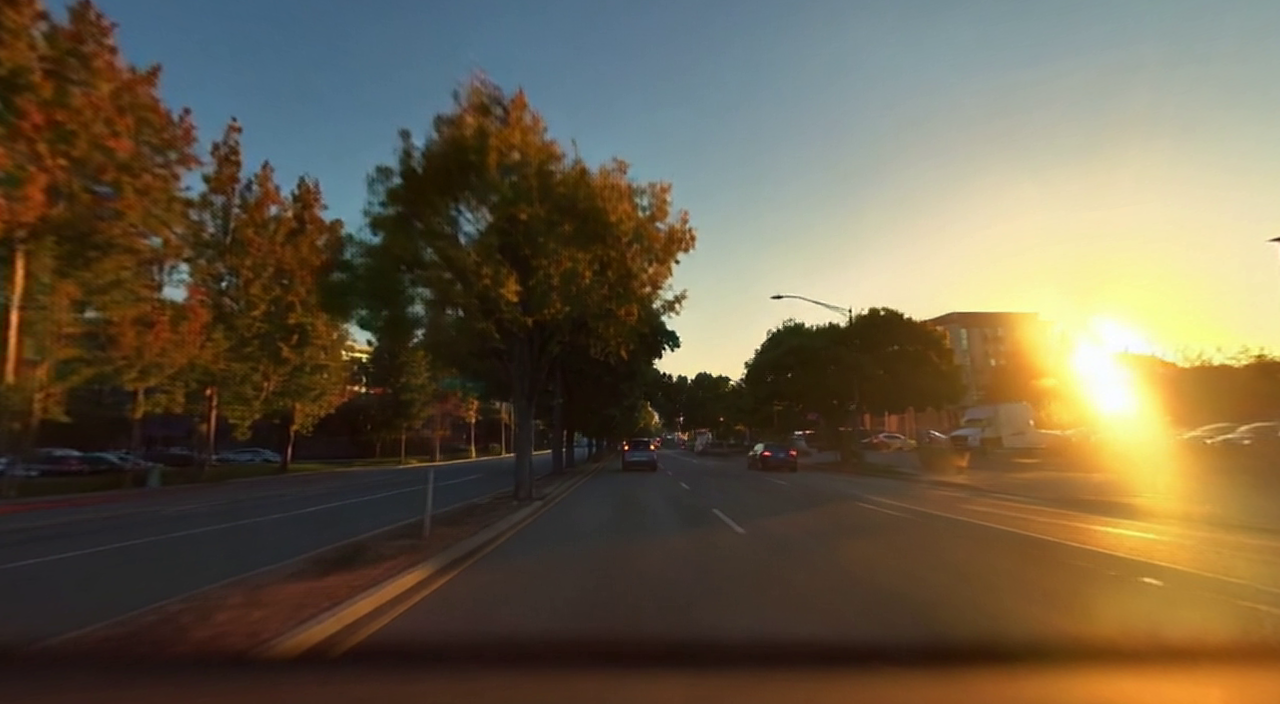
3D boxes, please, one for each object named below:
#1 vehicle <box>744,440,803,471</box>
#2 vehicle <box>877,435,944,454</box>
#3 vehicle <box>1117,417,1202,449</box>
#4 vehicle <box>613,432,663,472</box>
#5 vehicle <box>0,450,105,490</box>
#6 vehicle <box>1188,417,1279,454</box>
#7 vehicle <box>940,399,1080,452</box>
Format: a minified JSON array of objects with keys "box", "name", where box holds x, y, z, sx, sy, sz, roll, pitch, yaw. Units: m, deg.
[{"box":[7.004,5.477,33.652,2.029,1.548,4.422,0,-8,-2],"name":"vehicle"},{"box":[20.938,7.147,49.003,4.249,1.420,2.039,0,-8,-1],"name":"vehicle"},{"box":[36.664,5.758,44.793,2.004,2.133,4.736,0,-8,2],"name":"vehicle"},{"box":[-0.160,4.875,30.870,2.227,1.794,4.457,0,-8,-2],"name":"vehicle"},{"box":[-26.980,5.202,28.037,4.541,1.676,2.063,0,-8,0],"name":"vehicle"},{"box":[30.031,4.149,31.215,2.138,1.531,4.436,-3,-11,6],"name":"vehicle"},{"box":[23.977,4.812,41.202,7.258,3.283,2.680,0,-8,0],"name":"vehicle"}]
